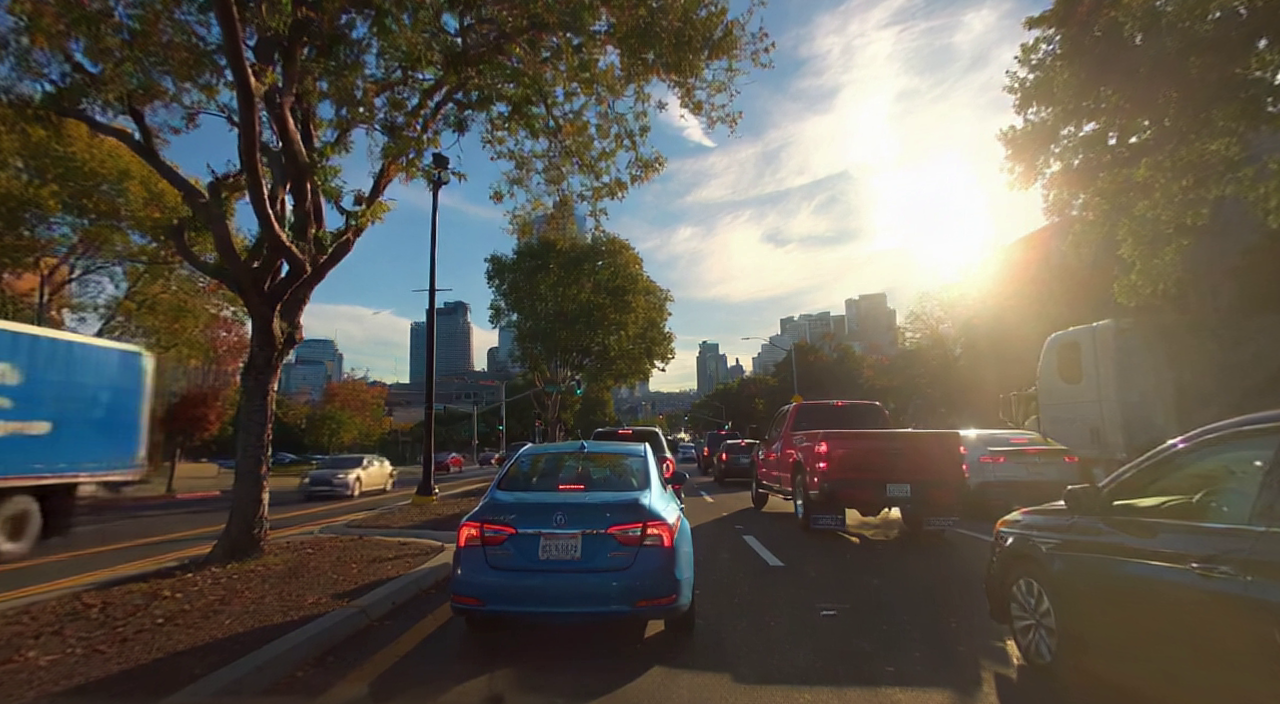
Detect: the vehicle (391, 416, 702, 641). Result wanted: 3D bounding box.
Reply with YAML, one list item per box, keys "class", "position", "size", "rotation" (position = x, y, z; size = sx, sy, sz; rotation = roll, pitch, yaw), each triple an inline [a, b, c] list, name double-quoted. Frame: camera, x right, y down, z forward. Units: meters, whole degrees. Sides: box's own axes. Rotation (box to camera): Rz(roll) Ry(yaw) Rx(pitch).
- class: "vehicle"
  position: [-0.583, 1.500, 6.340]
  size: [2.111, 1.506, 4.018]
  rotation: [0, -9, 1]

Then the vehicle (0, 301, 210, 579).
- class: "vehicle"
  position: [-9.086, 0.934, 6.717]
  size: [2.931, 3.265, 8.387]
  rotation: [0, -9, 0]

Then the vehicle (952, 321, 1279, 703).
- class: "vehicle"
  position: [3.158, 0.754, 2.089]
  size: [1.982, 1.709, 4.427]
  rotation: [0, -9, 1]

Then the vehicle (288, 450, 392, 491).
- class: "vehicle"
  position: [-12.252, 4.828, 26.043]
  size: [1.957, 1.506, 4.706]
  rotation: [0, -9, 1]

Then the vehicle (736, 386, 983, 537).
- class: "vehicle"
  position: [3.510, 1.949, 11.712]
  size: [2.444, 2.098, 5.766]
  rotation: [0, -8, -1]
